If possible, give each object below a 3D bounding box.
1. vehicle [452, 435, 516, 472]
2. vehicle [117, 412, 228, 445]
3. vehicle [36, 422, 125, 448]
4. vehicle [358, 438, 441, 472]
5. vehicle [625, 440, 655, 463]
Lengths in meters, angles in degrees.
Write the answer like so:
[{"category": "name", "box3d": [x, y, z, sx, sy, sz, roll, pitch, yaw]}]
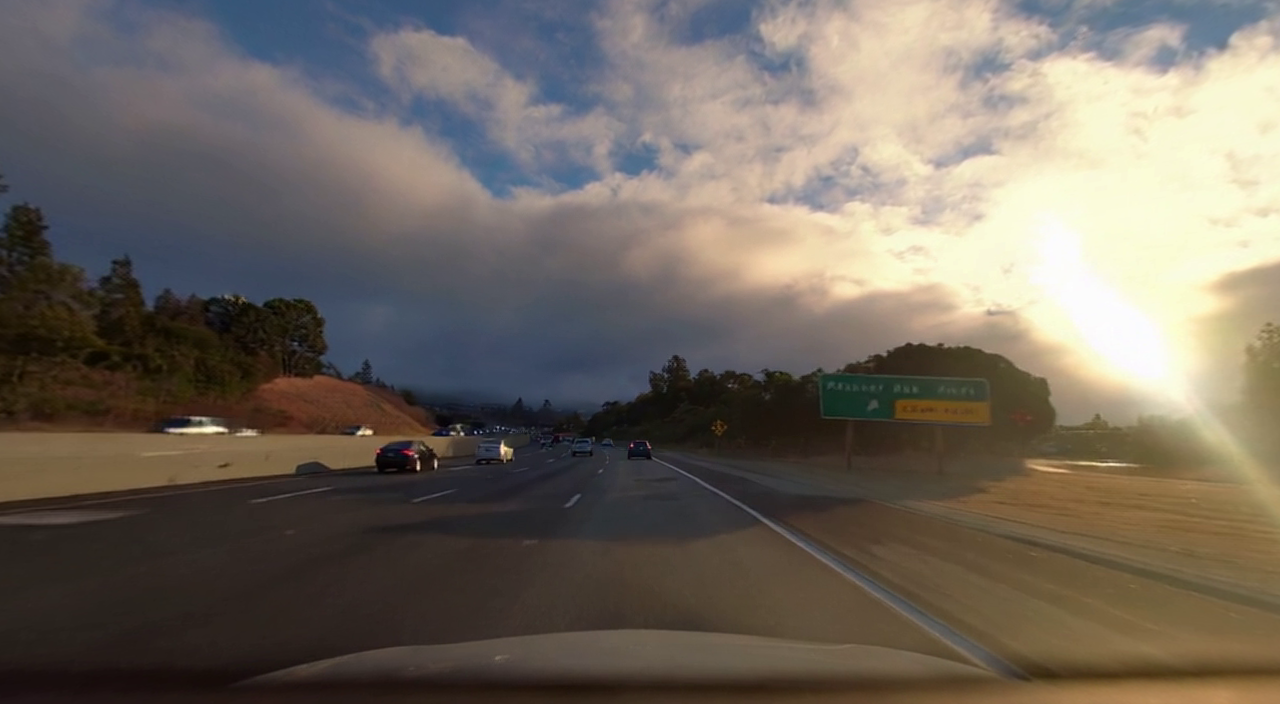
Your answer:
[{"category": "vehicle", "box3d": [-7.513, 4.930, 30.829, 2.086, 1.628, 4.039, 0, -8, 0]}, {"category": "vehicle", "box3d": [-26.095, 4.369, 35.504, 2.062, 1.706, 5.477, 0, -8, 0]}, {"category": "vehicle", "box3d": [-33.295, 5.004, 37.669, 1.693, 1.451, 3.903, 0, -8, 1]}, {"category": "vehicle", "box3d": [-11.172, 4.805, 29.689, 1.935, 1.474, 5.033, 0, -8, 0]}, {"category": "vehicle", "box3d": [-0.013, 6.537, 41.541, 1.881, 1.460, 3.694, 0, -8, -1]}]
